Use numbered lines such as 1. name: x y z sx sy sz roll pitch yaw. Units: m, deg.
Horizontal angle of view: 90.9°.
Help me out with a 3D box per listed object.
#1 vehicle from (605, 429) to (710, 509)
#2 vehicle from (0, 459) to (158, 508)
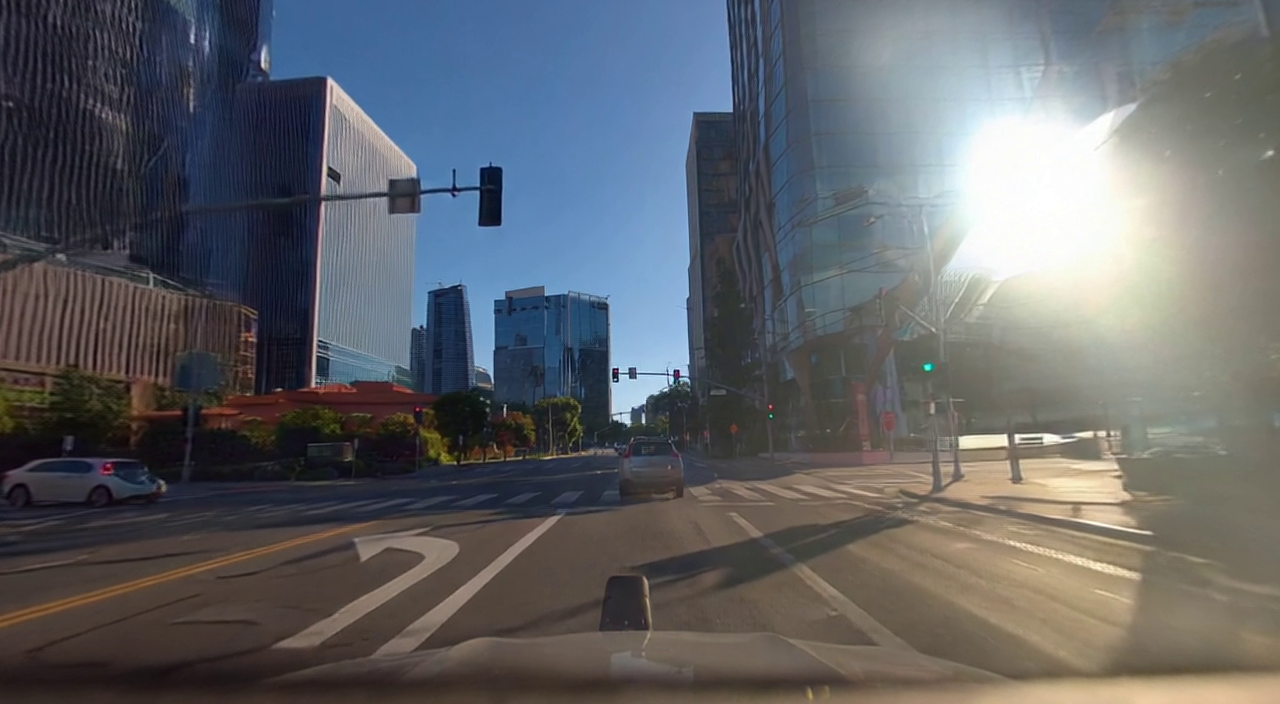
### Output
1. vehicle: 0.364 2.730 15.148 2.184 1.640 4.086 0 -8 0
2. vehicle: -18.997 4.338 21.026 4.494 1.475 1.893 -1 -8 7
